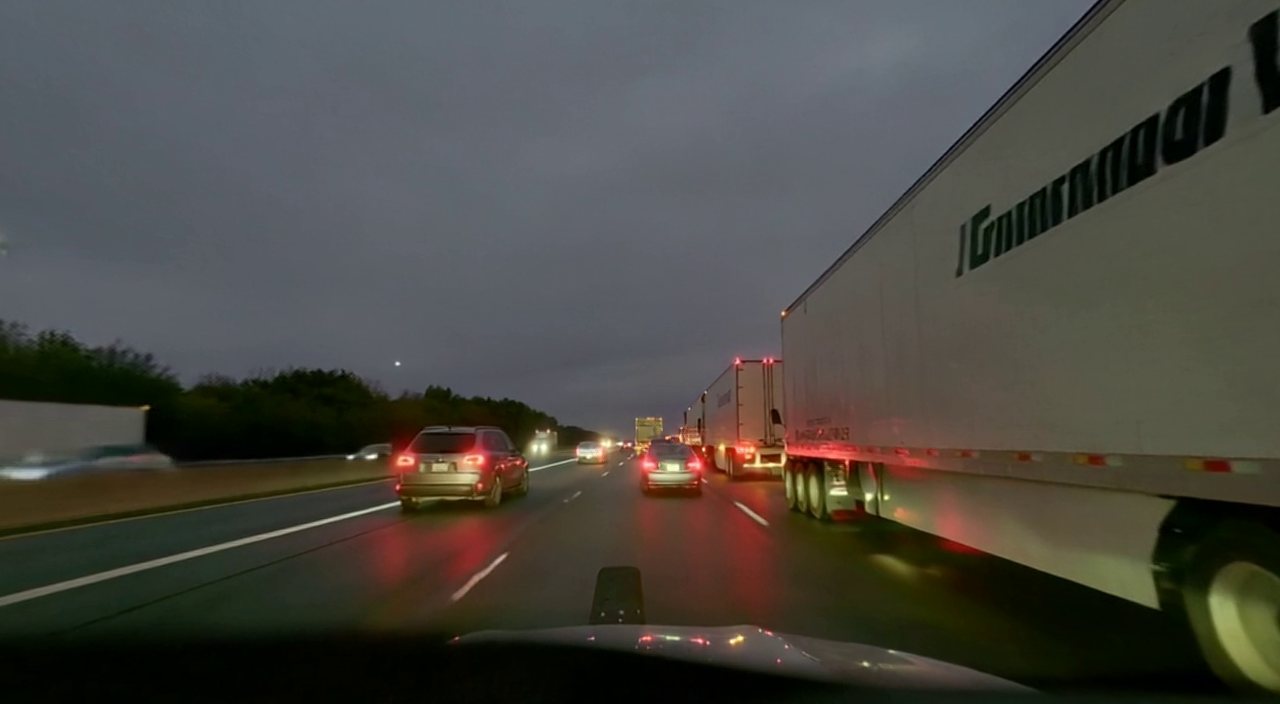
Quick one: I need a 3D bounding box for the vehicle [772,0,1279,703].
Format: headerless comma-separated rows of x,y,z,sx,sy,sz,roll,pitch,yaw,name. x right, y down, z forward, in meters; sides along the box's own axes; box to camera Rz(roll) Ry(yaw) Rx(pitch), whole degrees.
4.525,0.040,6.455,2.967,4.347,15.373,0,-8,0,vehicle

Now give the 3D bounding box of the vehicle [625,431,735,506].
0.775,2.627,14.818,2.200,1.495,4.282,0,-8,-1,vehicle

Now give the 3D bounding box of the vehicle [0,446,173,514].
-14.898,3.196,16.405,1.974,1.441,4.499,0,-8,1,vehicle

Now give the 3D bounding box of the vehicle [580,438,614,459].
-3.244,7.441,48.712,2.181,1.538,4.169,0,-8,2,vehicle

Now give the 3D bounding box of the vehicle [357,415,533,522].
-3.581,2.213,12.600,2.006,1.729,4.447,0,-8,1,vehicle

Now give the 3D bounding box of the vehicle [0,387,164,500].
-18.358,2.737,19.019,2.822,2.949,6.389,0,-8,1,vehicle
